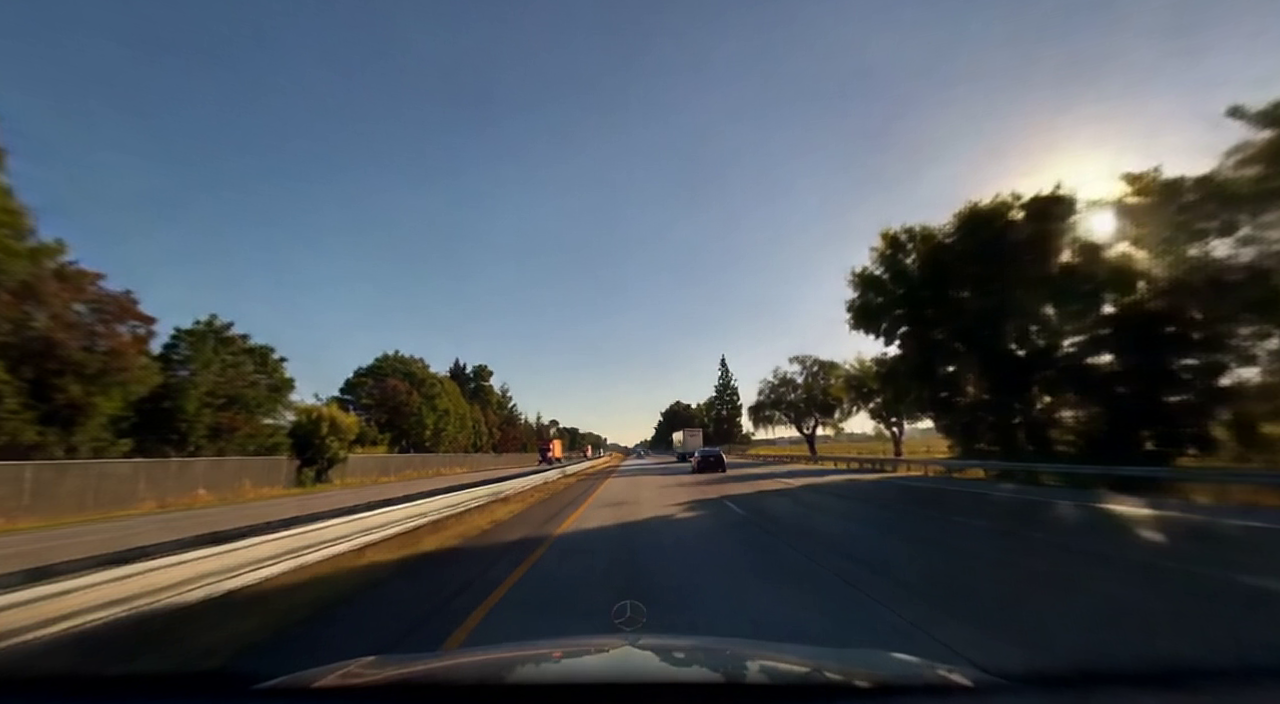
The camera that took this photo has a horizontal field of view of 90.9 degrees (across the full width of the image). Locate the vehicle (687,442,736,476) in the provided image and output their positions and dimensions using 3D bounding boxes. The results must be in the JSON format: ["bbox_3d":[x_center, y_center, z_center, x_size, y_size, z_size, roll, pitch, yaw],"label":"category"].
[{"bbox_3d":[3.889,5.915,35.014,2.093,1.742,4.167,0,-9,-1],"label":"vehicle"}]
